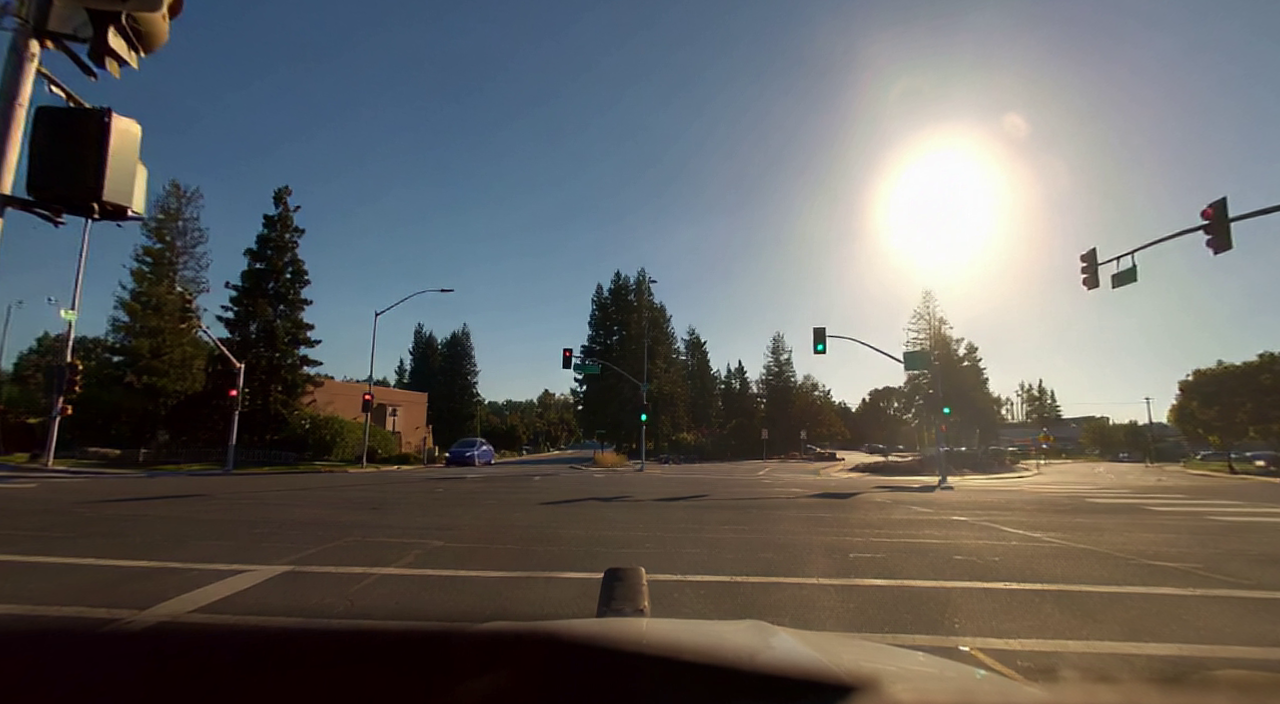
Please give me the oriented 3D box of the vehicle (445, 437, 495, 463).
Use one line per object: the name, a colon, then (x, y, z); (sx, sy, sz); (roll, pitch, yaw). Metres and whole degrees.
vehicle: (-12.581, 7.286, 46.970); (2.238, 1.827, 5.007); (0, -8, 1)
